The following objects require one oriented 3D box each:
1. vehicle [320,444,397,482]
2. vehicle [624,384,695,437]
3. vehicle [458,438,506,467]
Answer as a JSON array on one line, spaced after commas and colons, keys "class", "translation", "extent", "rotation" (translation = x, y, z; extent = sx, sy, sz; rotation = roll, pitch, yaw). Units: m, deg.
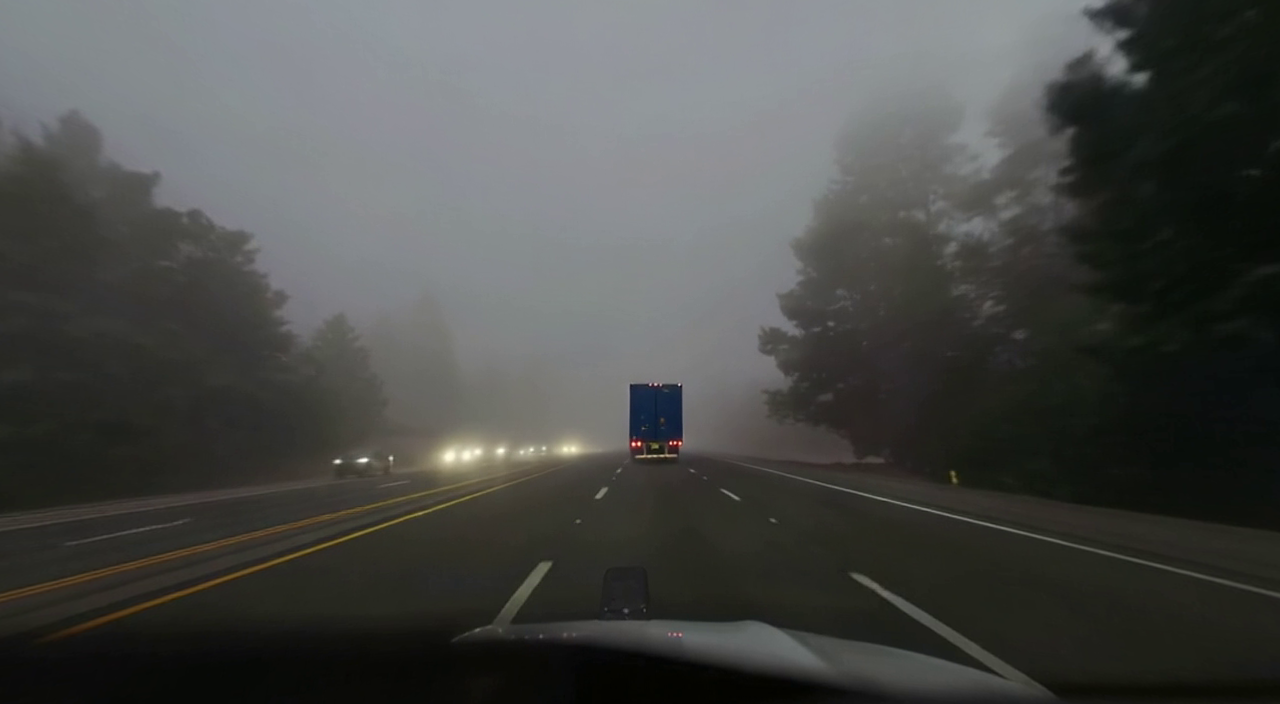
[{"class": "vehicle", "translation": [-15.131, 5.945, 34.103], "extent": [2.000, 1.847, 4.664], "rotation": [-1, -8, 0]}, {"class": "vehicle", "translation": [0.640, 2.435, 25.260], "extent": [2.509, 1.890, 4.732], "rotation": [0, -8, -2]}, {"class": "vehicle", "translation": [-11.479, 7.328, 46.067], "extent": [2.133, 1.942, 4.865], "rotation": [0, -8, 2]}]
